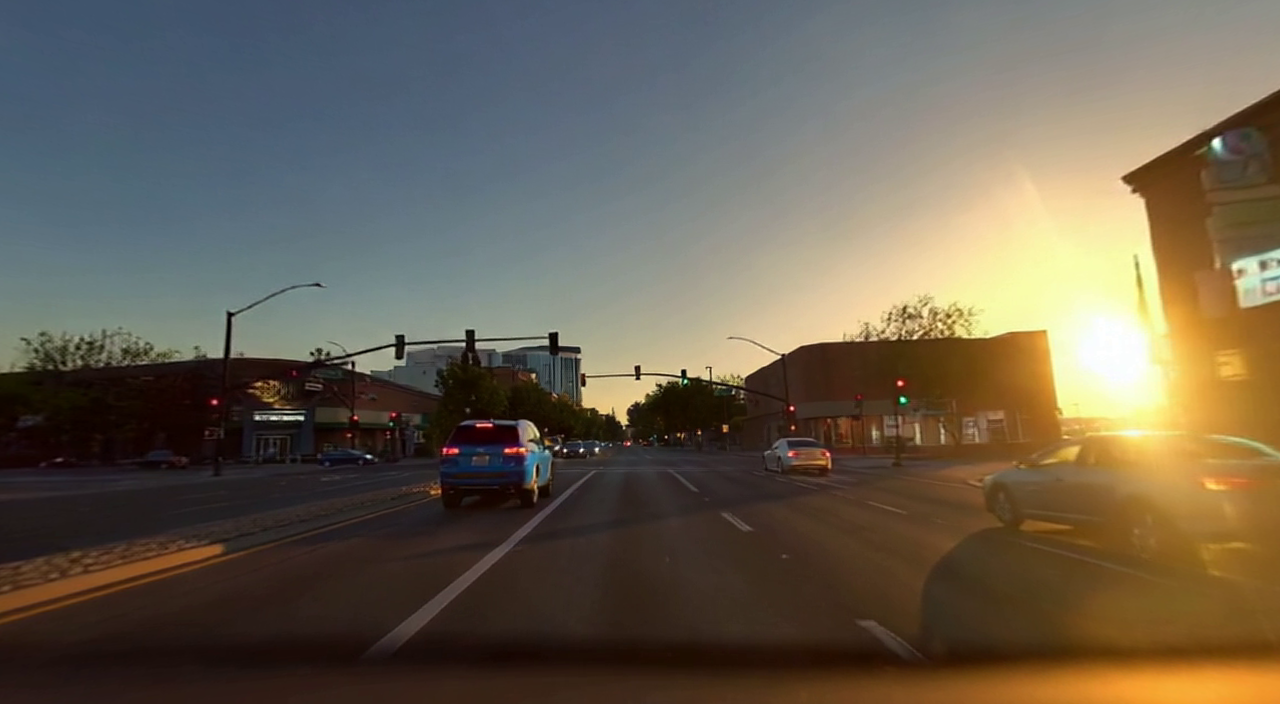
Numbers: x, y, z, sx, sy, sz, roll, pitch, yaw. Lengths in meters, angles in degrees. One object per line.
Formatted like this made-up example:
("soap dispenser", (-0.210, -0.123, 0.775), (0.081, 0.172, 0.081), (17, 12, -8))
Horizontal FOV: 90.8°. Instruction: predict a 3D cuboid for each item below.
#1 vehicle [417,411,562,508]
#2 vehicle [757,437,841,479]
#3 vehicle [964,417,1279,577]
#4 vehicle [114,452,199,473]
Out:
("vehicle", (-3.289, 2.500, 15.094), (2.313, 1.883, 5.016), (0, -8, -1))
("vehicle", (6.138, 4.146, 25.034), (1.972, 1.476, 4.775), (0, -8, -2))
("vehicle", (6.753, 1.760, 8.635), (2.014, 1.539, 4.852), (0, -8, -1))
("vehicle", (-35.882, 8.192, 46.969), (4.733, 1.500, 1.814), (0, -8, -1))
